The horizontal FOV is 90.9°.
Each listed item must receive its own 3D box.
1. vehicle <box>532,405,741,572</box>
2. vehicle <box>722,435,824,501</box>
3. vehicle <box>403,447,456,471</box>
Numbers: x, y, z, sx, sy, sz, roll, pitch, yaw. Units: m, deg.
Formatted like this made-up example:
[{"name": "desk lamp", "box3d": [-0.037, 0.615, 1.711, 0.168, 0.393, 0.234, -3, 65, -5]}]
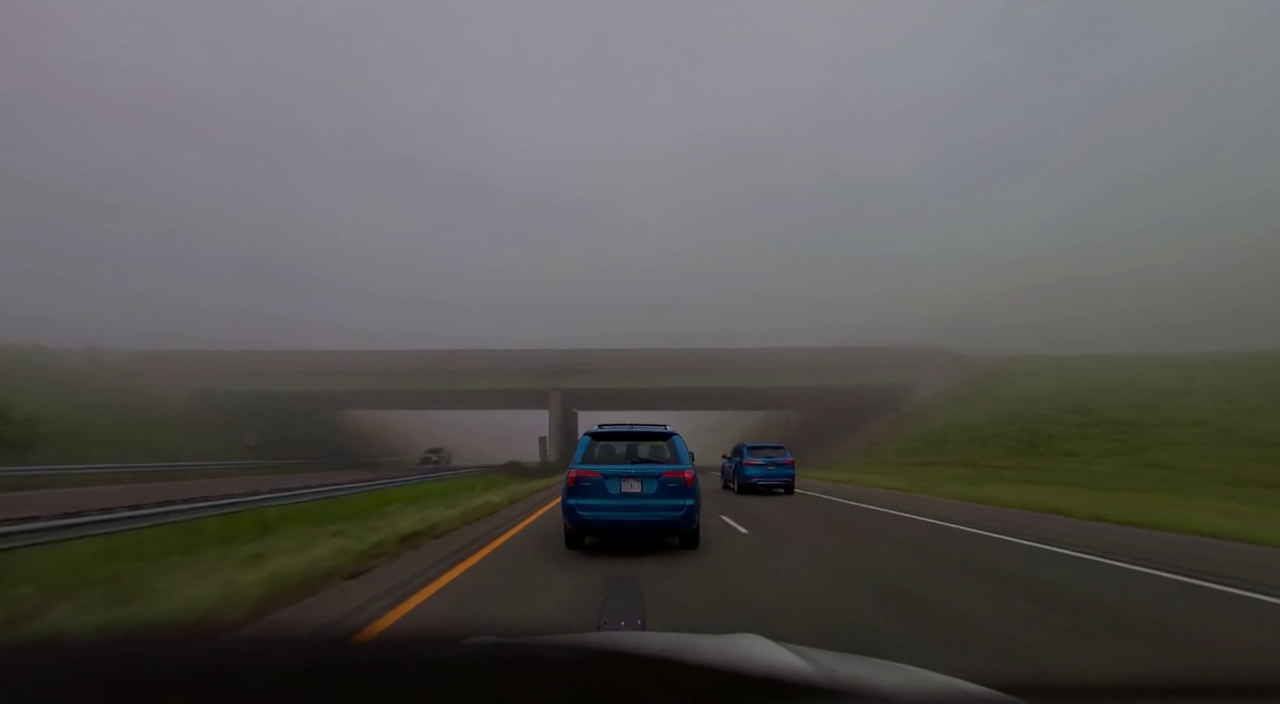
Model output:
[{"name": "vehicle", "box3d": [-0.041, 1.823, 9.055, 2.288, 1.823, 4.059, 0, -9, 0]}, {"name": "vehicle", "box3d": [3.897, 3.503, 19.367, 2.043, 1.767, 4.620, 0, -9, -1]}, {"name": "vehicle", "box3d": [-13.596, 6.917, 40.910, 2.006, 1.459, 4.251, 0, -9, 0]}]
